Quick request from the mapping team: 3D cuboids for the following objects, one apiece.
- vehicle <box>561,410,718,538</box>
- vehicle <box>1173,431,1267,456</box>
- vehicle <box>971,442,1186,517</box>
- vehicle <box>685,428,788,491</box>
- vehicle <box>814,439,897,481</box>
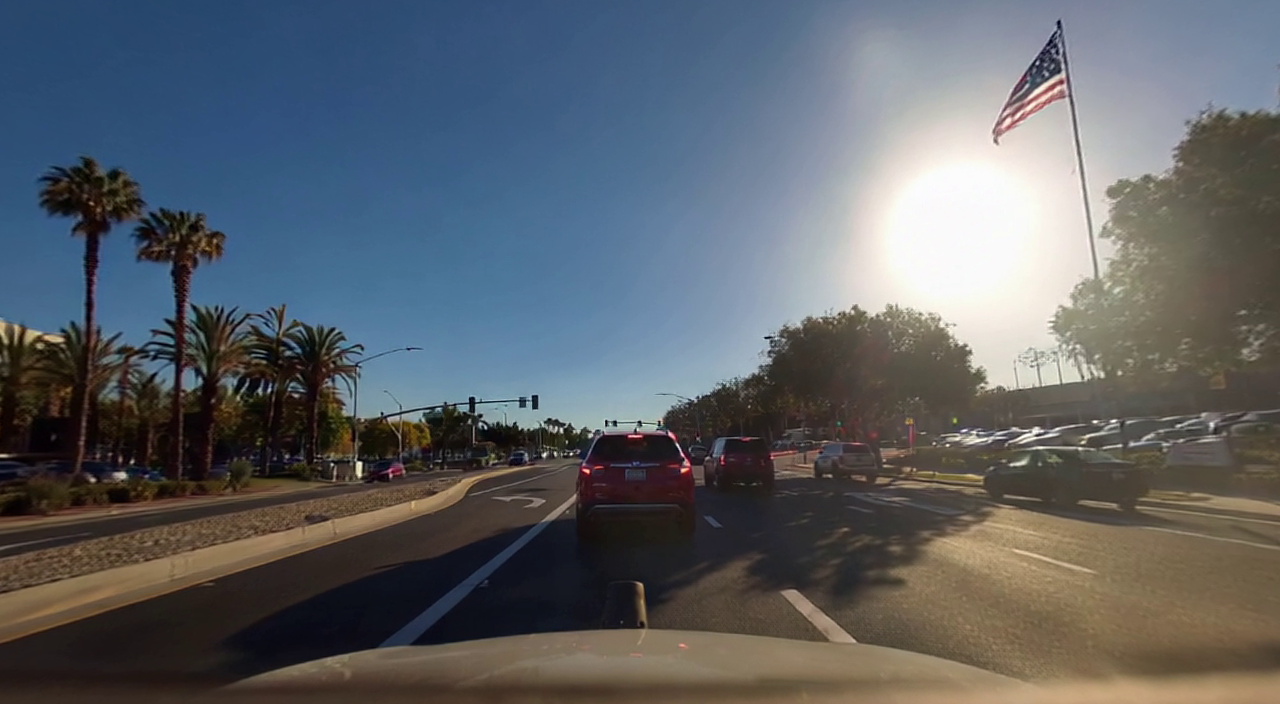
[{"bbox_3d":[-0.036,2.216,12.043,2.402,1.938,4.535,0,-9,-1],"label":"vehicle"},{"bbox_3d":[36.394,5.800,39.813,1.839,1.455,4.395,0,-9,2],"label":"vehicle"},{"bbox_3d":[9.902,2.875,14.797,1.967,1.485,4.267,0,-9,1],"label":"vehicle"},{"bbox_3d":[3.329,3.928,23.507,2.773,2.021,6.212,0,-9,-1],"label":"vehicle"},{"bbox_3d":[10.057,5.064,29.938,2.155,1.779,4.582,0,-9,-2],"label":"vehicle"}]
